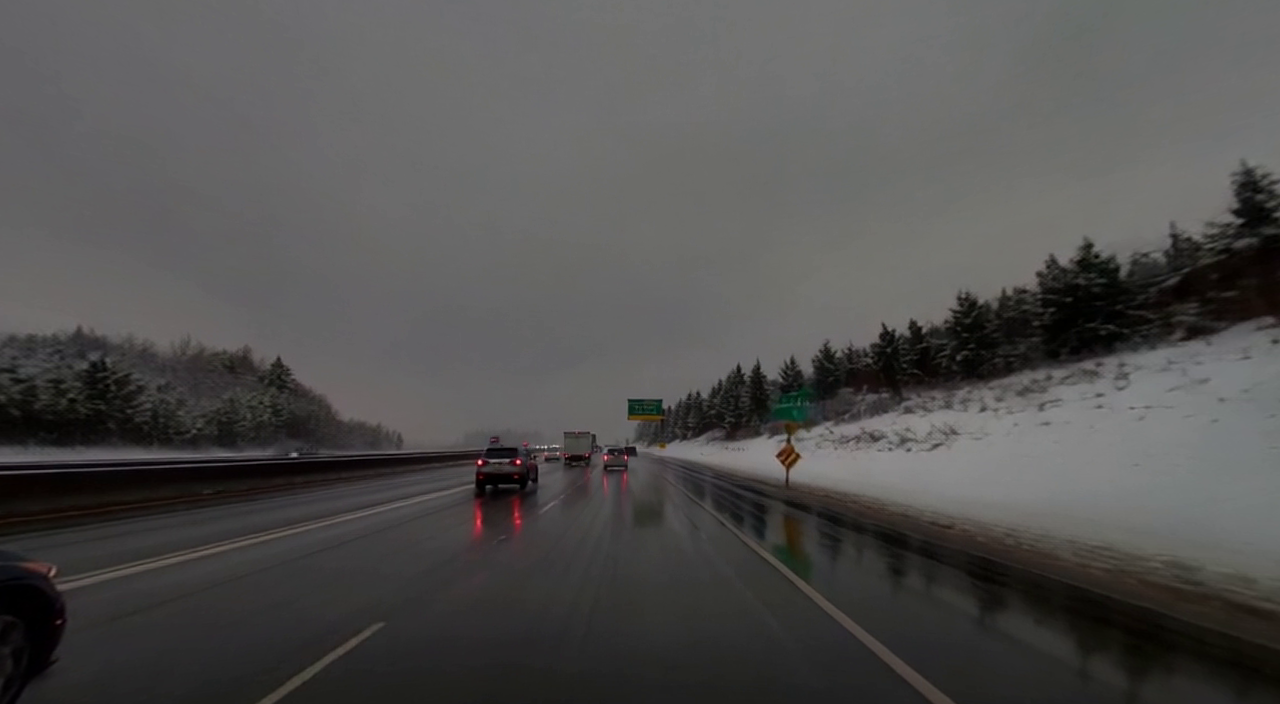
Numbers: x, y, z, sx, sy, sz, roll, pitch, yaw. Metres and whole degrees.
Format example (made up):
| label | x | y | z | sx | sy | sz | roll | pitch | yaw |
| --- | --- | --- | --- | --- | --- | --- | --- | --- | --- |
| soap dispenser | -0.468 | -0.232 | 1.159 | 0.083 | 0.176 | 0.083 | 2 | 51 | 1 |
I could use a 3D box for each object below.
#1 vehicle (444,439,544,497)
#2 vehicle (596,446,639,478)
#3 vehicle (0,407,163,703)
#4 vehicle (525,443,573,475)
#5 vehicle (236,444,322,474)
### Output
| label | x | y | z | sx | sy | sz | roll | pitch | yaw |
| --- | --- | --- | --- | --- | --- | --- | --- | --- | --- |
| vehicle | -4.474 | 3.622 | 20.099 | 2.208 | 1.619 | 4.162 | 0 | -9 | 0 |
| vehicle | -1.129 | 5.418 | 31.402 | 1.988 | 1.440 | 4.201 | 0 | -9 | -2 |
| vehicle | -3.928 | 0.853 | 1.886 | 1.892 | 1.492 | 3.940 | 0 | -9 | 0 |
| vehicle | -4.960 | 5.876 | 34.840 | 2.118 | 1.624 | 4.032 | 0 | -9 | -1 |
| vehicle | -19.207 | 5.707 | 33.810 | 2.086 | 1.473 | 4.371 | 0 | -9 | -1 |
